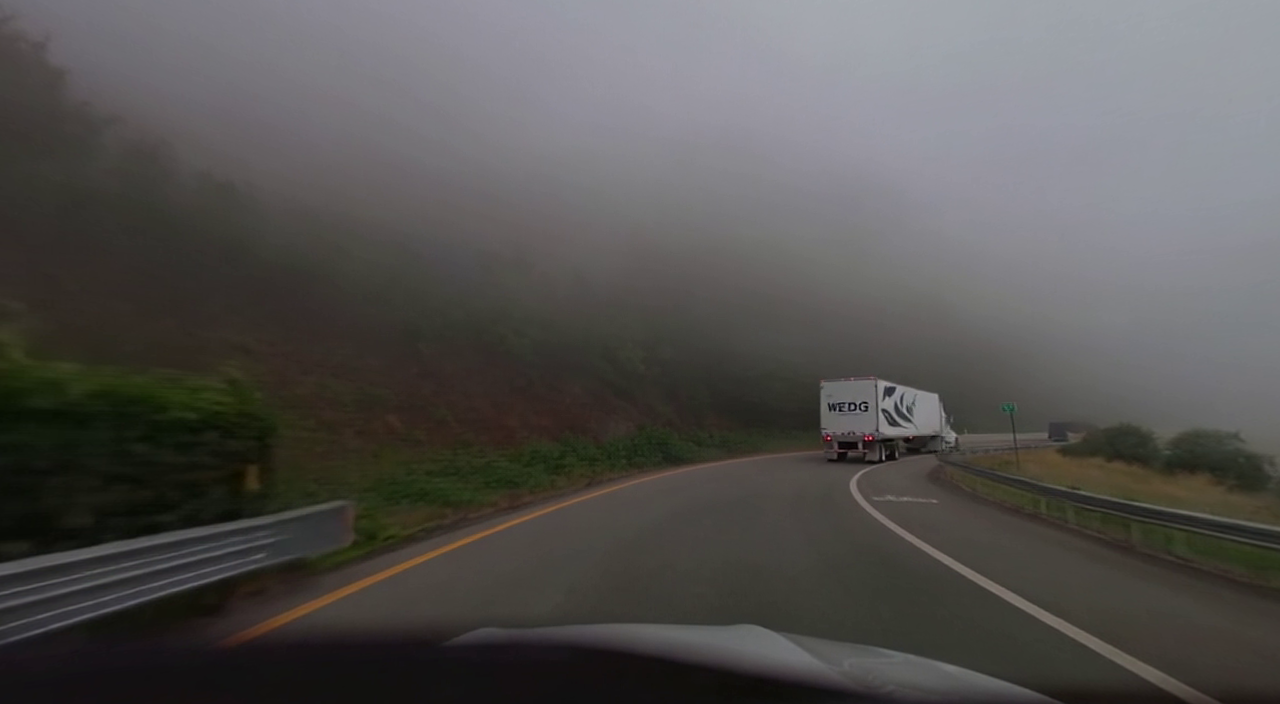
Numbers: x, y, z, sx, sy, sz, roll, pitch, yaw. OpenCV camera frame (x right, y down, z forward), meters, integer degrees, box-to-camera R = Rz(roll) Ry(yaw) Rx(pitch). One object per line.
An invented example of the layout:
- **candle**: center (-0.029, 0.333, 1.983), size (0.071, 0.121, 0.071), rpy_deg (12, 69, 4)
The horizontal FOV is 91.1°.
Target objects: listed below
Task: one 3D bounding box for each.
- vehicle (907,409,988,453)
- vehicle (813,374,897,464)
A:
- **vehicle**: center (19.067, 4.908, 38.775), size (6.650, 2.524, 2.120), rpy_deg (7, -11, -43)
- **vehicle**: center (9.805, 3.105, 28.584), size (2.963, 3.771, 3.137), rpy_deg (-4, -9, 29)
